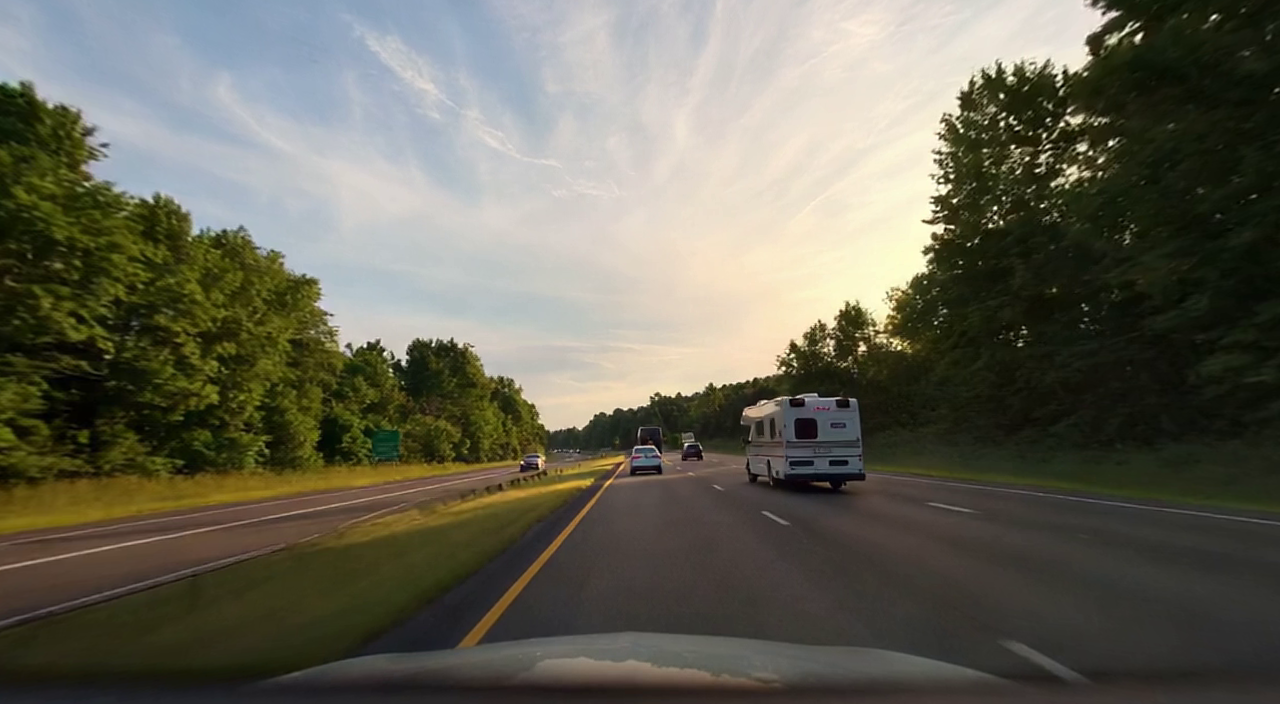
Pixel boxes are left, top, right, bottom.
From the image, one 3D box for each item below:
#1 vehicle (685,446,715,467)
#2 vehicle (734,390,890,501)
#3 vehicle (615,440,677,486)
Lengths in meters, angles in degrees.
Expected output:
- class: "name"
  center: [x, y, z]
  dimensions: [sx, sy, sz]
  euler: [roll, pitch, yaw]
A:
- class: "vehicle"
  center: [4.319, 7.525, 45.503]
  dimensions: [1.757, 1.459, 3.398]
  euler: [0, -9, -1]
- class: "vehicle"
  center: [4.917, 2.924, 19.631]
  dimensions: [2.745, 2.832, 7.035]
  euler: [0, -9, -1]
- class: "vehicle"
  center: [0.176, 4.131, 23.744]
  dimensions: [2.120, 1.575, 4.018]
  euler: [0, -9, -1]
